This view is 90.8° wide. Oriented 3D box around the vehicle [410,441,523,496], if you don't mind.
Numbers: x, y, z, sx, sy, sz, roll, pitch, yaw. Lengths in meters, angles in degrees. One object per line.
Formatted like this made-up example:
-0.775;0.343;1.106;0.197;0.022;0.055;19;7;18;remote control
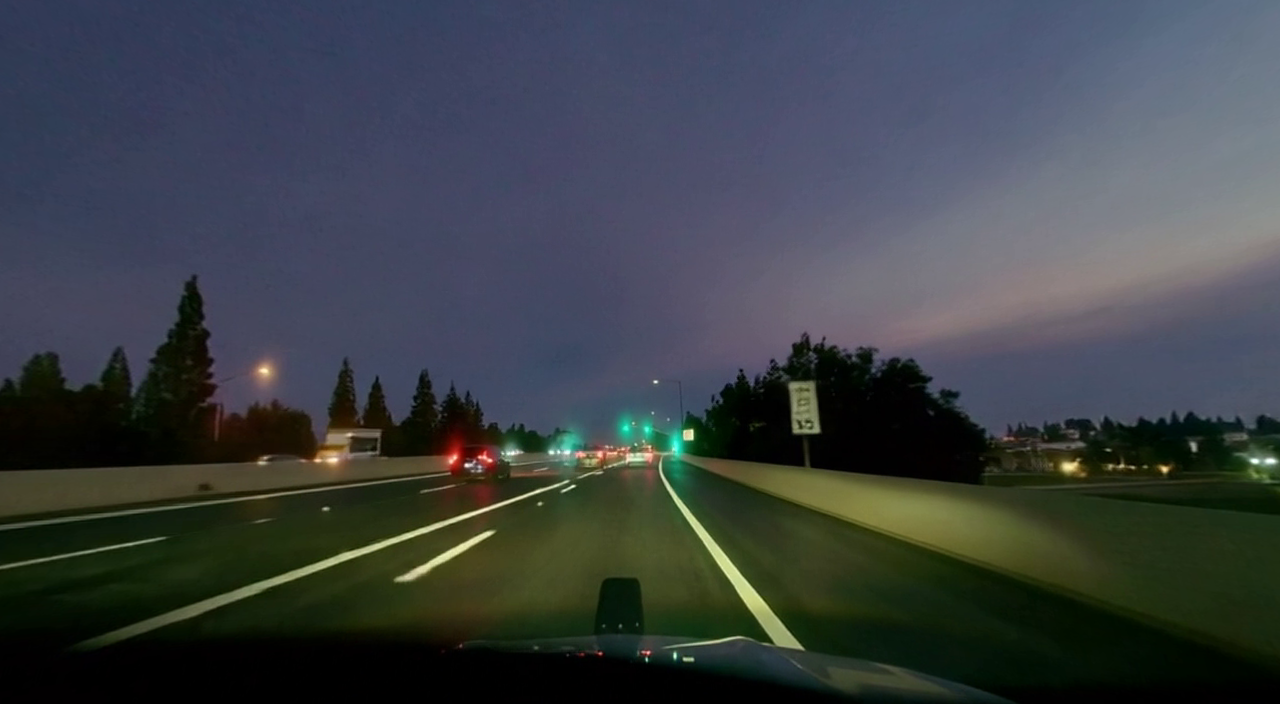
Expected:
-5.389;3.682;20.436;2.102;1.562;4.884;-1;-9;2;vehicle

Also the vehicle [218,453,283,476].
-29.745;8.579;48.372;1.809;1.559;4.718;-1;-9;2;vehicle

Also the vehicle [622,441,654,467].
-0.148;7.360;45.786;2.179;1.742;4.396;0;-9;0;vehicle
